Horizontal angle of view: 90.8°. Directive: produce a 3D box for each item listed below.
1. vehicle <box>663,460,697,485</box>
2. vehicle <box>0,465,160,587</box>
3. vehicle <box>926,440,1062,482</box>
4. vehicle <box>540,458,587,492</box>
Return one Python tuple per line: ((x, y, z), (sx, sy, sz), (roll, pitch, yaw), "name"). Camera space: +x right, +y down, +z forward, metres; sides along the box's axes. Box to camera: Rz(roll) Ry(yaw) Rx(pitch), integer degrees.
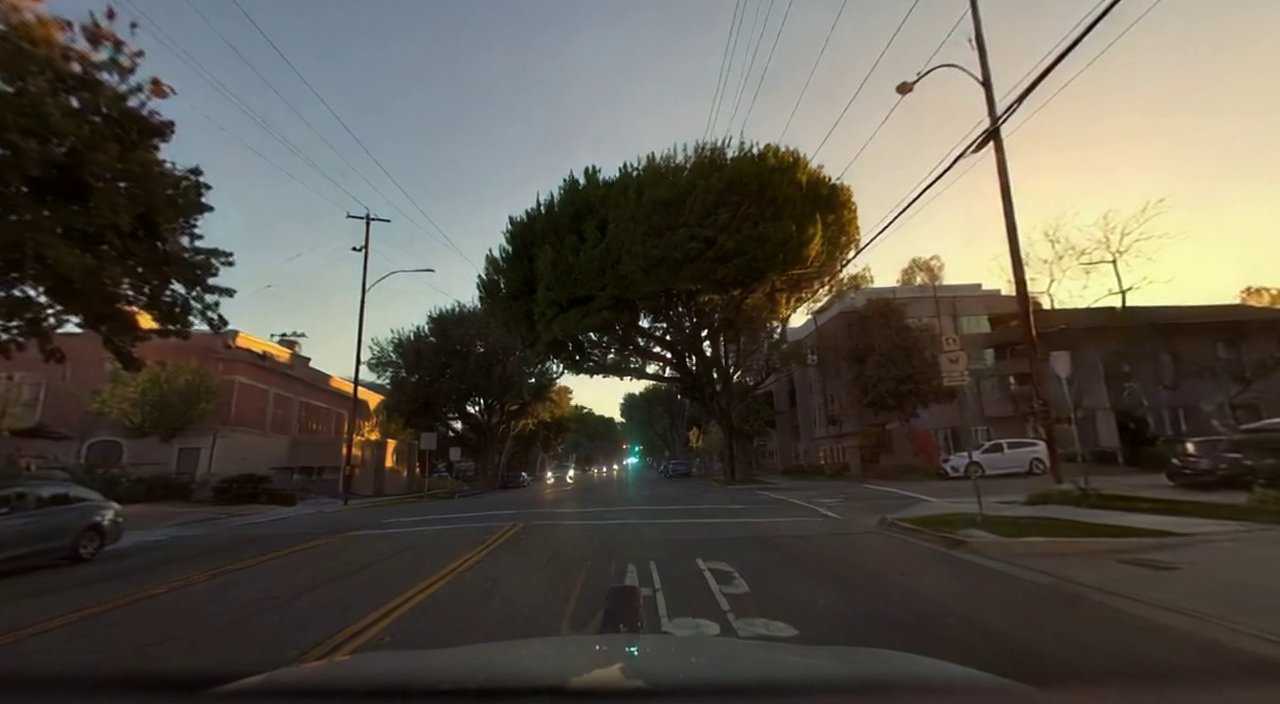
((3.029, 9.260, 48.799), (2.122, 1.699, 4.463), (0, -8, -2), "vehicle")
((-9.423, 2.440, 8.796), (2.000, 1.495, 4.687), (-2, -8, -3), "vehicle")
((14.945, 4.594, 26.827), (4.609, 1.660, 1.900), (0, -8, -3), "vehicle")
((-4.167, 6.801, 35.167), (2.108, 1.651, 4.176), (0, -8, 0), "vehicle")
